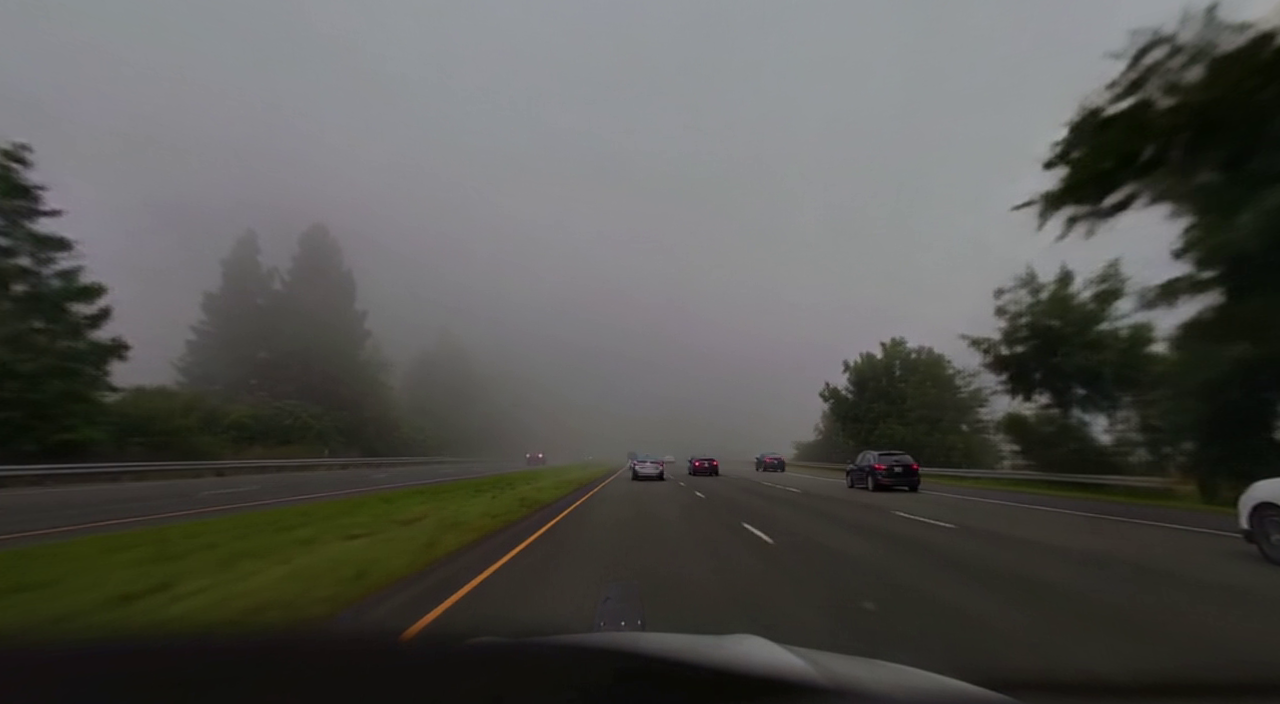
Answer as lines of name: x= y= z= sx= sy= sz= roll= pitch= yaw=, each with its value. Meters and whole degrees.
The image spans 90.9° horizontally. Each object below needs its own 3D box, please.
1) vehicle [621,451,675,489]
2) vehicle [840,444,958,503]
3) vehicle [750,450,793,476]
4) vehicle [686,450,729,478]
vehicle: x=0.295 y=4.777 z=25.781 sx=2.020 sy=1.426 sz=3.702 roll=0 pitch=-9 yaw=0
vehicle: x=7.630 y=3.595 z=19.001 sx=1.847 sy=1.554 sz=3.752 roll=0 pitch=-9 yaw=-1
vehicle: x=8.548 y=7.220 z=41.312 sx=1.957 sy=1.594 sz=3.632 roll=0 pitch=-9 yaw=-2
vehicle: x=3.909 y=6.548 z=36.956 sx=1.981 sy=1.518 sz=4.029 roll=0 pitch=-9 yaw=-1
